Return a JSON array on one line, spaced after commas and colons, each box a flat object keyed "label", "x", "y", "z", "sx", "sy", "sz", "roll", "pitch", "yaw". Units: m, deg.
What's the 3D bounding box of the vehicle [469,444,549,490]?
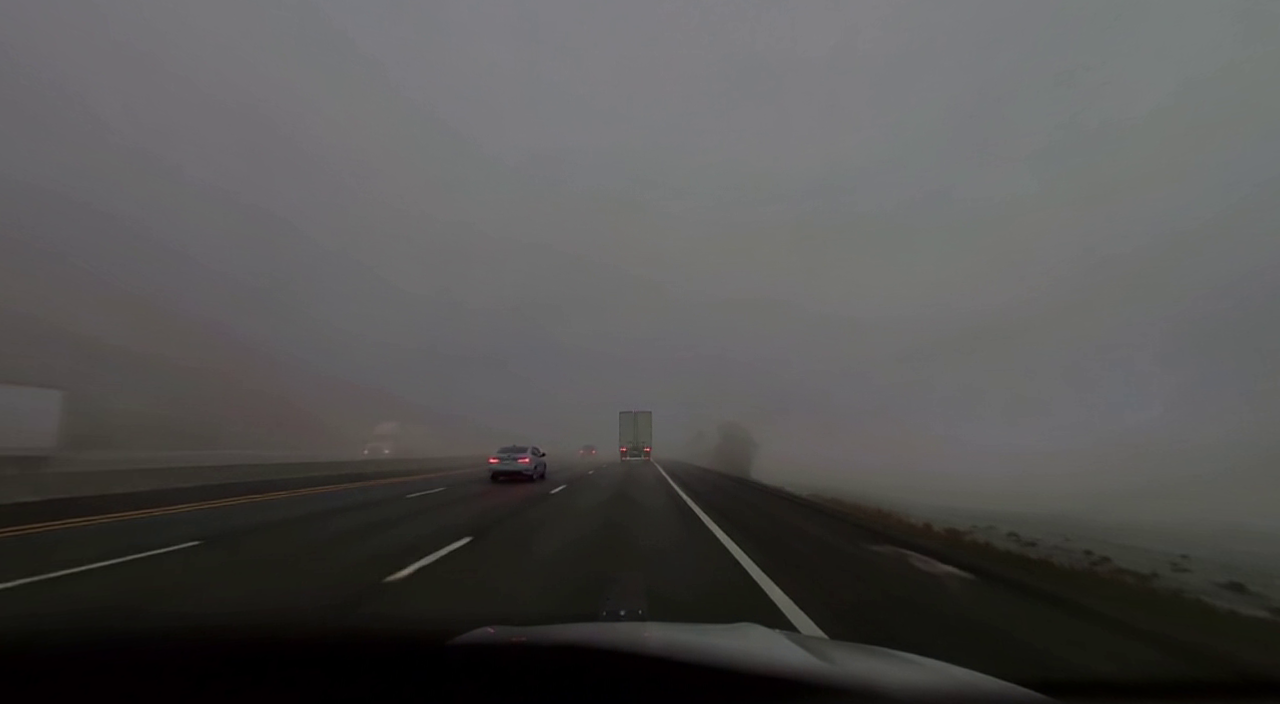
[{"label": "vehicle", "x": -4.658, "y": 4.153, "z": 23.061, "sx": 2.024, "sy": 1.515, "sz": 3.907, "roll": 0, "pitch": -9, "yaw": 1}]
